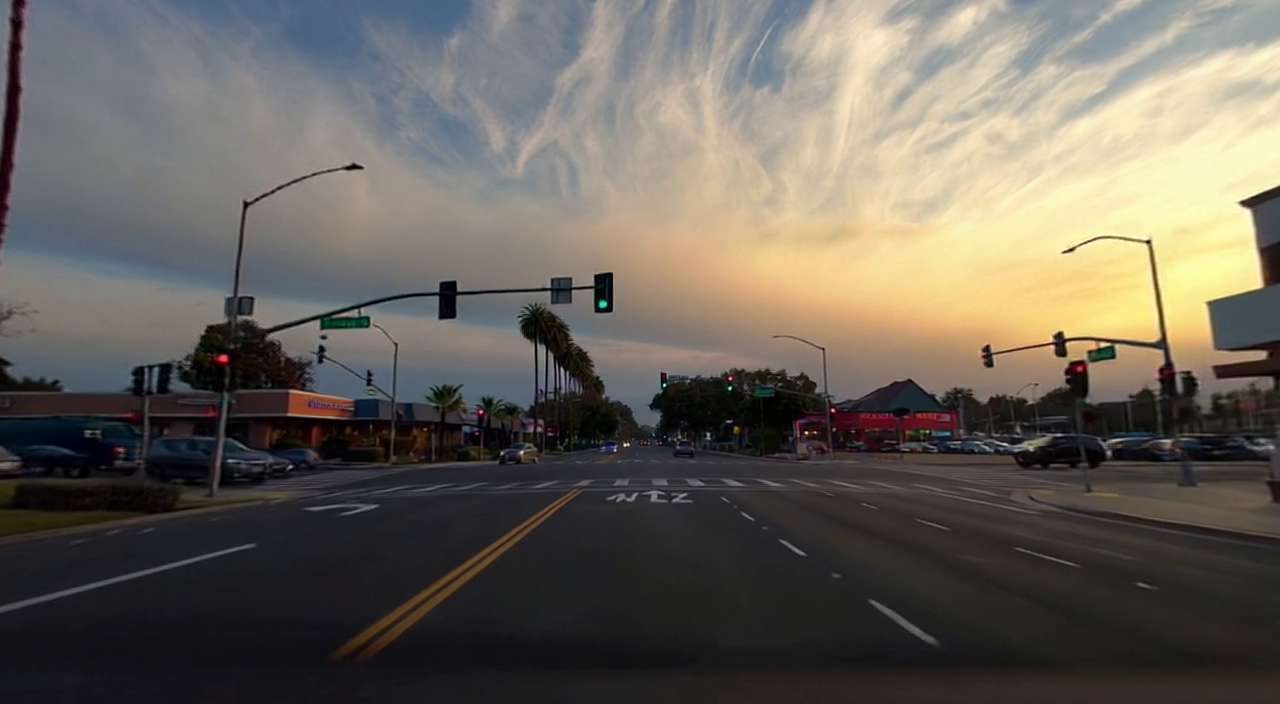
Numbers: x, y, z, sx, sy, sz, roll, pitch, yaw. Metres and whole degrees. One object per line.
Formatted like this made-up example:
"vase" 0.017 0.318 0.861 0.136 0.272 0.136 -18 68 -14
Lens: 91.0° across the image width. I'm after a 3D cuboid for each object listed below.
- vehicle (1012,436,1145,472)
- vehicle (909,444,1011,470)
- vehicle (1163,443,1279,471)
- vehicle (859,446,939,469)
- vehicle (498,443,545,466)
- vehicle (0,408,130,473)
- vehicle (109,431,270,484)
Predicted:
"vehicle" 23.341 5.449 33.672 5.509 1.873 2.123 0 -9 -2
"vehicle" 18.867 6.205 37.278 4.977 1.508 1.948 0 -9 0
"vehicle" 31.421 5.636 33.853 4.701 1.463 1.989 0 -9 0
"vehicle" 17.080 6.943 41.599 4.451 1.494 1.857 0 -9 3
"vehicle" -9.212 8.050 49.487 2.045 1.699 4.563 -2 -9 11
"vehicle" -35.503 4.804 34.201 12.726 3.308 3.114 0 -7 0
"vehicle" -18.716 4.386 26.349 4.901 2.064 2.296 0 -9 0
